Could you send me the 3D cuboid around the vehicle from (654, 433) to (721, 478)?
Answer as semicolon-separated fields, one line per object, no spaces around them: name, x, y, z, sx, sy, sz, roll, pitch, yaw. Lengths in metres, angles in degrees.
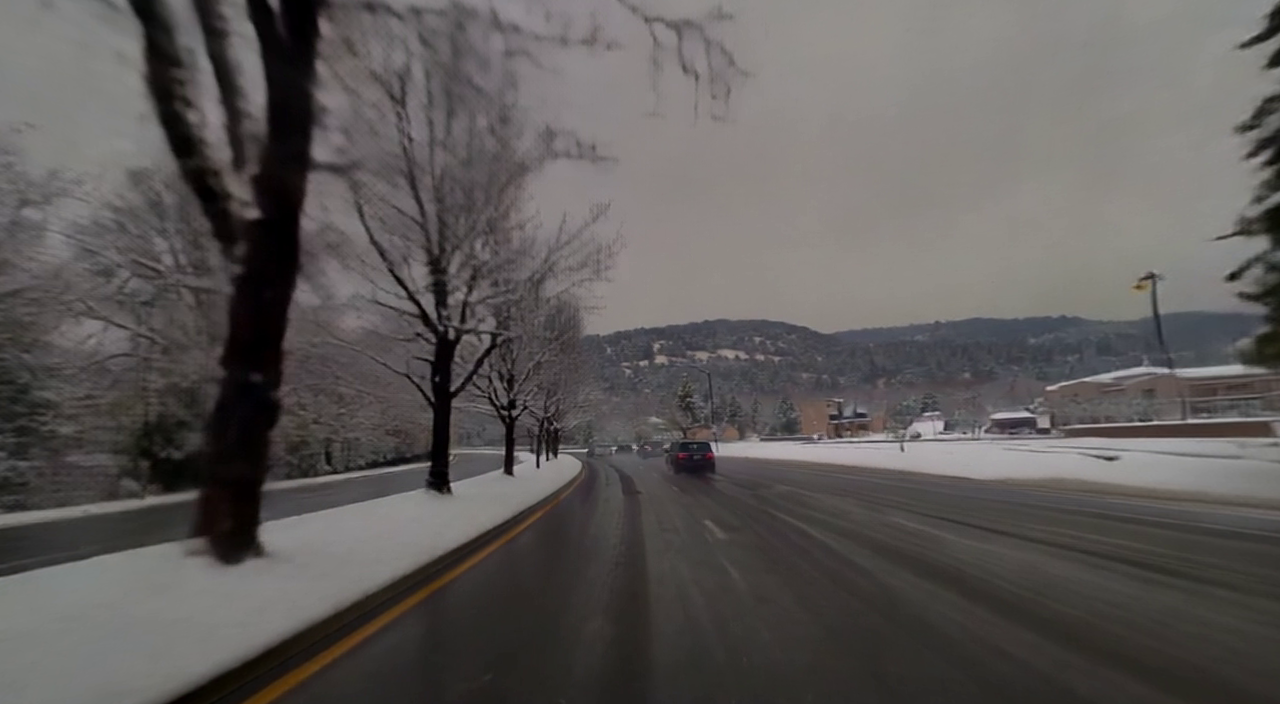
vehicle;1.945;4.458;27.347;2.253;1.756;4.313;0;-8;-4

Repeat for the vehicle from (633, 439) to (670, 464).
vehicle;0.798;7.598;48.163;2.210;1.788;4.293;1;-9;-8
